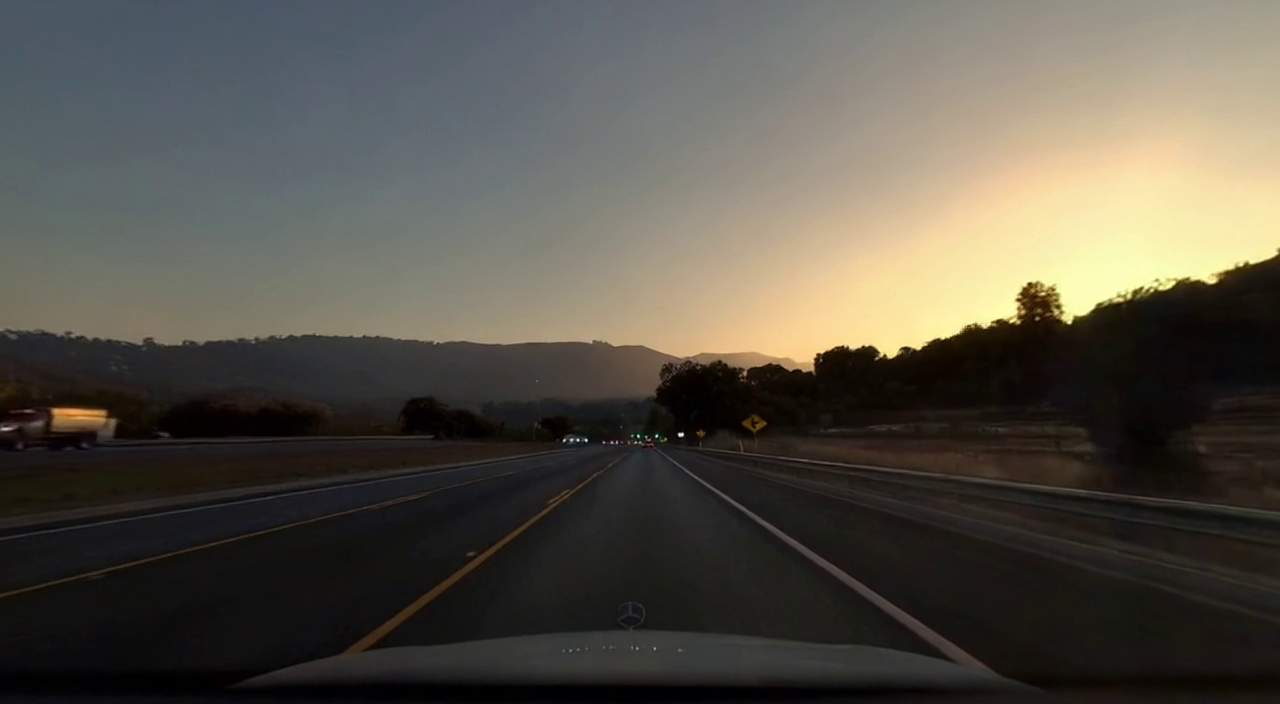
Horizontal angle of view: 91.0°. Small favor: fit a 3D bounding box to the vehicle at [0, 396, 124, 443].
[{"bbox_3d":[-44.852,5.416,49.100,2.936,3.379,6.923,0,-8,1],"label":"vehicle"}]
